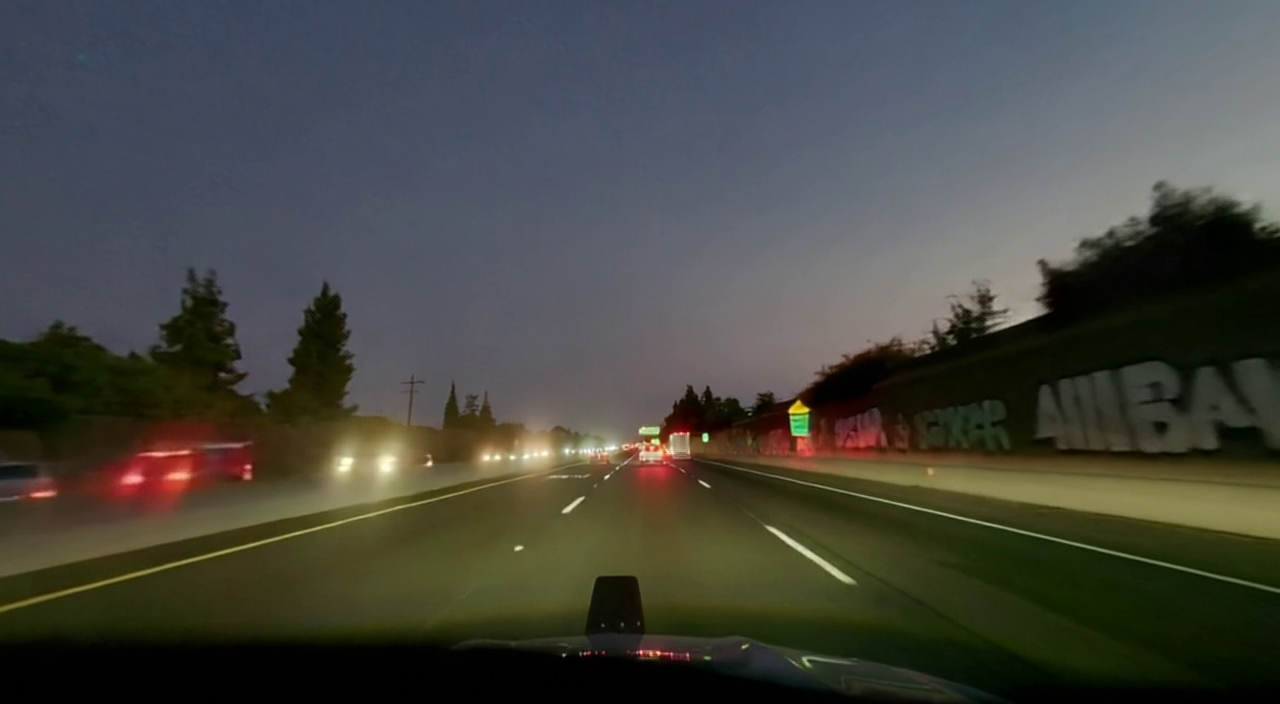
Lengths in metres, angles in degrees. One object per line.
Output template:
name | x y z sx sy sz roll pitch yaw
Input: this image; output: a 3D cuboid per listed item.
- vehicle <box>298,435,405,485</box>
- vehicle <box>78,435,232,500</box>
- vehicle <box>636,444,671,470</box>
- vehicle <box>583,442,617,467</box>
vehicle | -11.978 4.536 26.621 2.111 1.885 4.942 0 -9 1
vehicle | -20.171 4.801 26.608 2.257 2.418 5.186 0 -9 0
vehicle | 0.771 6.384 38.361 2.009 1.506 4.091 0 -9 0
vehicle | -2.869 7.481 46.012 2.095 1.671 4.193 0 -9 1
